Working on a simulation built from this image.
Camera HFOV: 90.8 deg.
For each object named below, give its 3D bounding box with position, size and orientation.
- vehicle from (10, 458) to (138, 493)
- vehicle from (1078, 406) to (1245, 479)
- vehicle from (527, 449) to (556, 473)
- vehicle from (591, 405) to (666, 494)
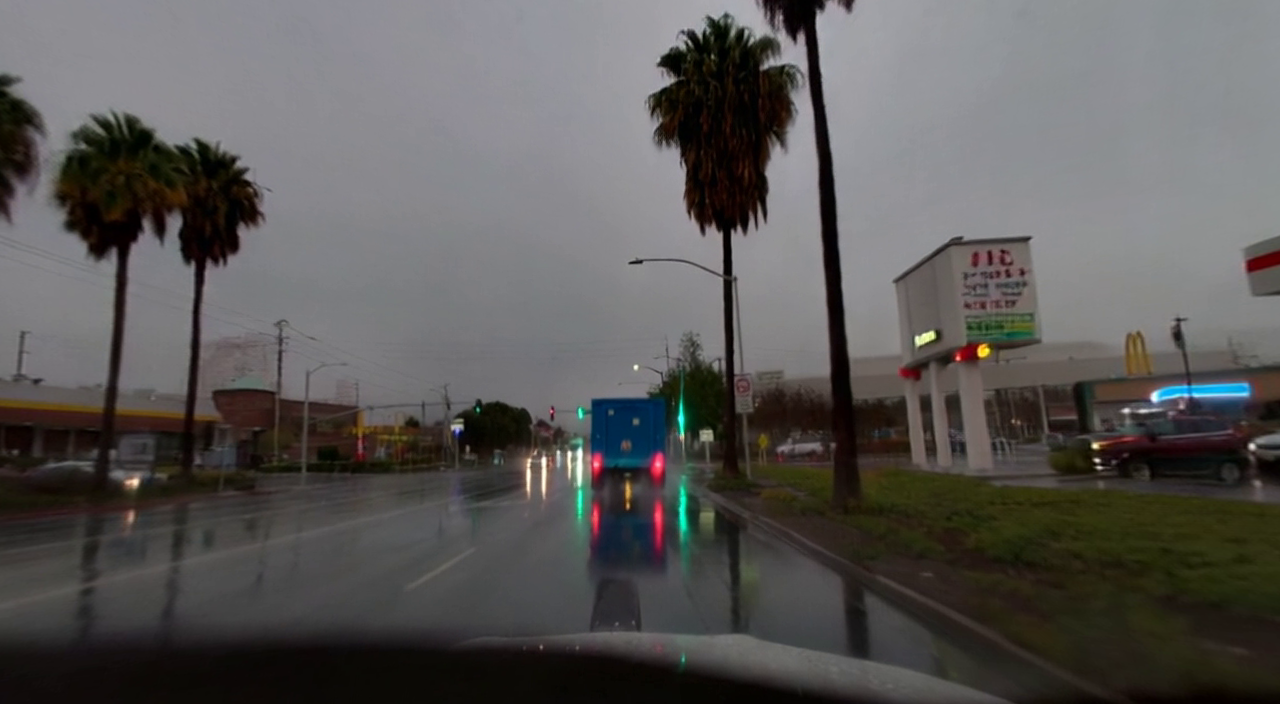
[{"bbox_3d":[-28.118,6.125,31.602,4.303,1.567,2.021,5,-10,-30],"label":"vehicle"},{"bbox_3d":[15.801,2.743,19.093,5.078,1.937,2.326,6,-10,-33],"label":"vehicle"},{"bbox_3d":[-7.491,8.221,47.877,1.997,1.679,4.263,2,-9,-9],"label":"vehicle"},{"bbox_3d":[-0.264,3.678,24.070,2.463,2.954,5.938,0,-8,2],"label":"vehicle"}]
